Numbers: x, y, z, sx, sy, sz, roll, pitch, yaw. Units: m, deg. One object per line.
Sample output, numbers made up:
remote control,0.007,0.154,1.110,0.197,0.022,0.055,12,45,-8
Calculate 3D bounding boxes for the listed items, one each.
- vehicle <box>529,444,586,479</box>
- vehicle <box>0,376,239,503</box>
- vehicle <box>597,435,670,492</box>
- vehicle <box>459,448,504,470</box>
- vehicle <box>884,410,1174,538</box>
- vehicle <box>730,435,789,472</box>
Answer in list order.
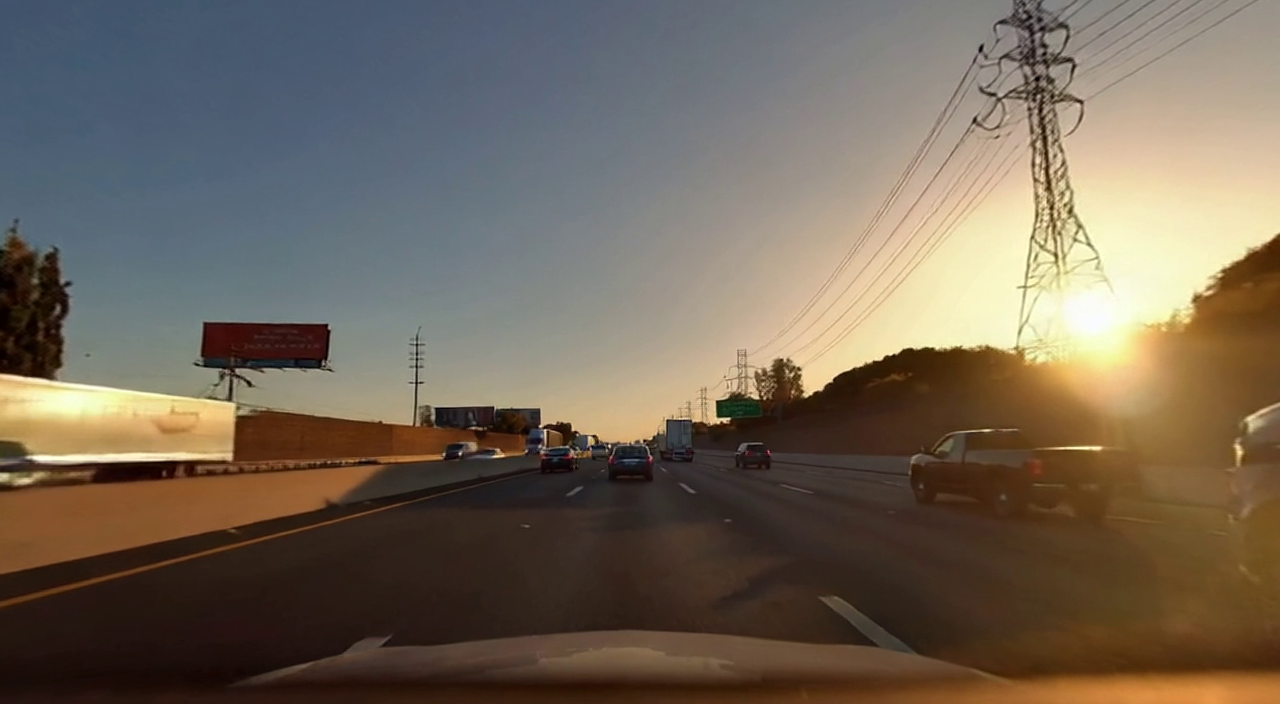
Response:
vehicle,-3.785,5.106,29.743,2.025,1.498,4.675,0,-9,0
vehicle,-20.513,3.322,23.411,2.868,3.748,12.679,0,-9,0
vehicle,-0.228,3.669,21.070,2.191,1.685,4.015,0,-9,-1
vehicle,-11.046,7.478,44.409,1.877,1.457,4.546,0,-9,1
vehicle,6.757,2.196,11.970,2.086,1.862,5.232,0,-9,-1
vehicle,6.916,5.969,37.187,2.302,1.973,5.502,0,-9,-1
